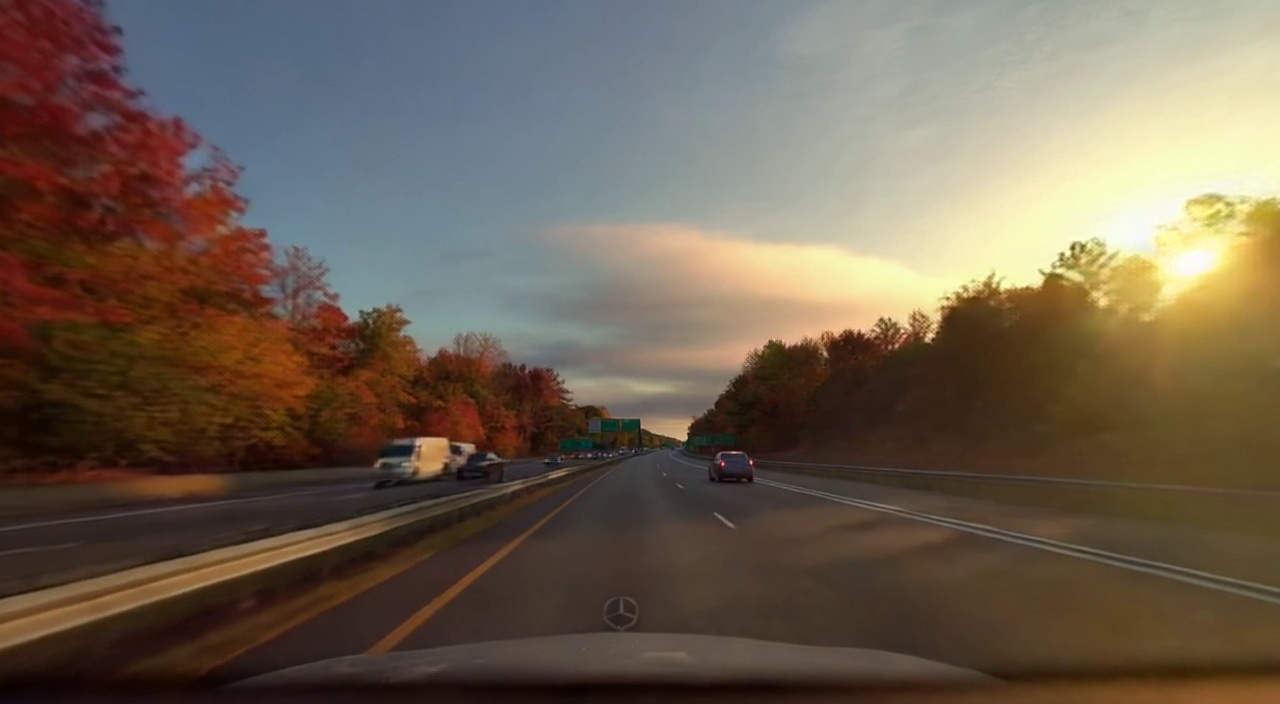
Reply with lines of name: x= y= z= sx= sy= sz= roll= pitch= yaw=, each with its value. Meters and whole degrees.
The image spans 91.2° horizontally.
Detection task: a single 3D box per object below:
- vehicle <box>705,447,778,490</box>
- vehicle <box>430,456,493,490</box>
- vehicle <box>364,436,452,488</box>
vehicle: x=3.974 y=4.640 z=25.400 sx=2.070 sy=1.546 sz=4.648 roll=0 pitch=-9 yaw=-1
vehicle: x=-8.774 y=5.976 z=31.196 sx=1.915 sy=1.531 sz=4.085 roll=0 pitch=-9 yaw=0
vehicle: x=-13.060 y=6.245 z=36.024 sx=2.302 sy=2.673 sz=7.335 roll=0 pitch=-9 yaw=0
